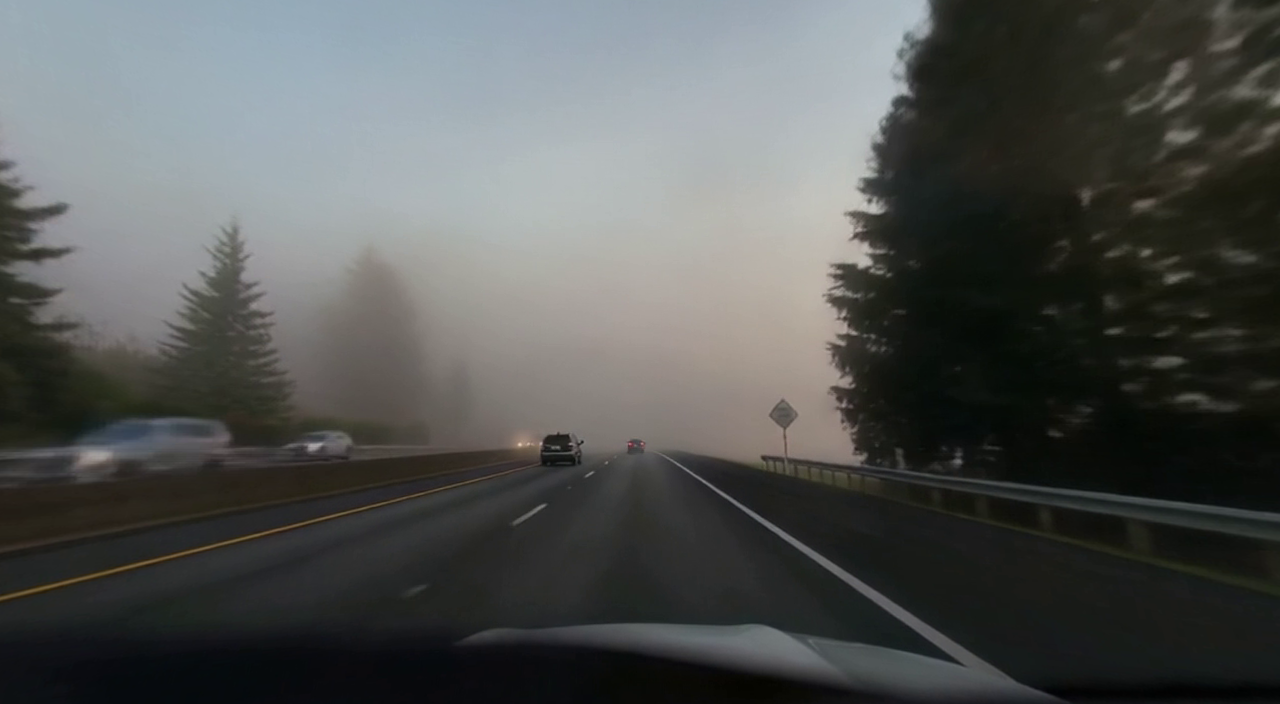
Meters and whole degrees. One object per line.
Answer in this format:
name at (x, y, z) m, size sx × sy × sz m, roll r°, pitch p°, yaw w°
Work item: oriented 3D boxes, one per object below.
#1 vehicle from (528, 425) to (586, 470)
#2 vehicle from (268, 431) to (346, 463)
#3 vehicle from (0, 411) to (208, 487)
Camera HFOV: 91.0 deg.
vehicle at (-3.954, 4.687, 30.996) m, size 2.241 × 2.034 × 4.890 m, roll 0°, pitch -8°, yaw -1°
vehicle at (-16.969, 4.862, 32.314) m, size 1.797 × 1.511 × 4.127 m, roll 0°, pitch -8°, yaw -1°
vehicle at (-12.751, 2.295, 15.032) m, size 1.887 × 1.536 × 4.163 m, roll 0°, pitch -8°, yaw -1°
